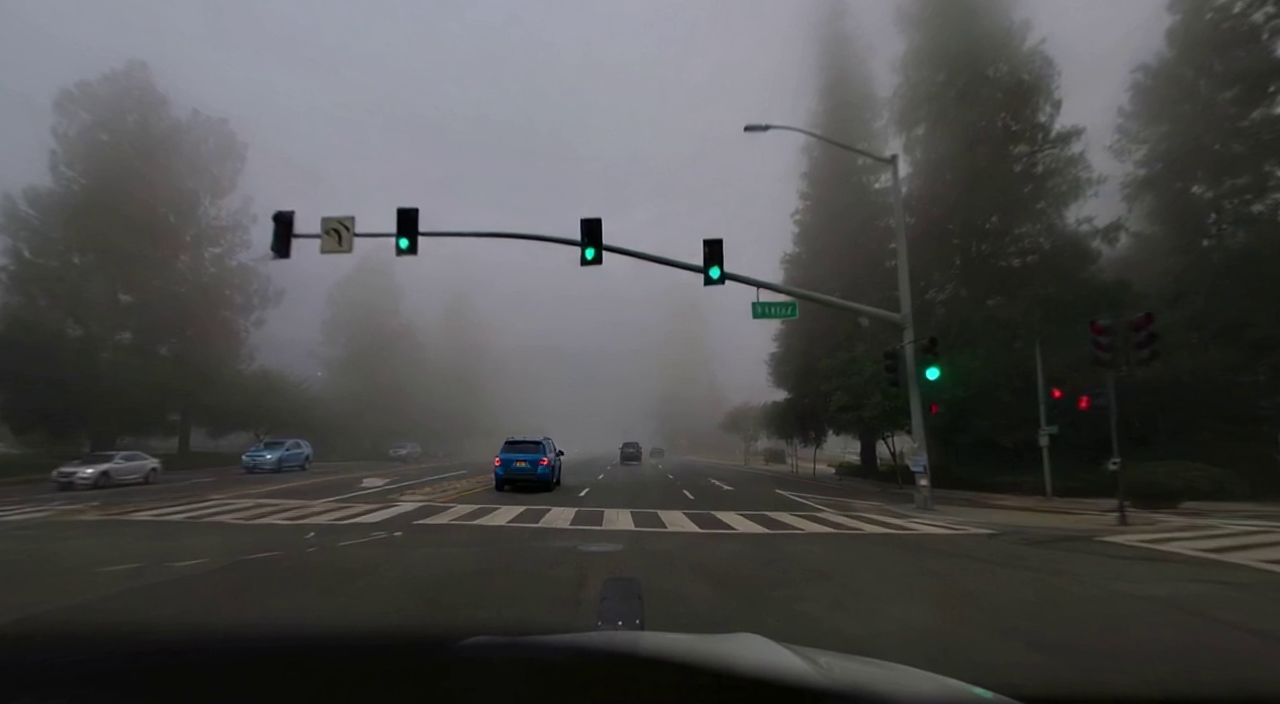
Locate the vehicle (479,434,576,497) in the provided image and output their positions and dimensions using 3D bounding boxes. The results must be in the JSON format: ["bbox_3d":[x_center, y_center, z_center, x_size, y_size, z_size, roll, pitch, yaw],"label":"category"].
[{"bbox_3d":[-3.333,3.472,19.648,2.174,1.703,4.231,0,-9,1],"label":"vehicle"}]

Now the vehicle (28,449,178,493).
[{"bbox_3d":[-19.805,4.370,23.610,1.741,1.434,4.383,0,-9,0],"label":"vehicle"}]

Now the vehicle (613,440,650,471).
[{"bbox_3d":[-0.522,6.254,38.284,2.077,1.773,4.257,0,-9,-1],"label":"vehicle"}]

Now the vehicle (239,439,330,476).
[{"bbox_3d":[-19.571,5.806,35.089,2.090,1.868,4.941,0,-9,0],"label":"vehicle"}]
